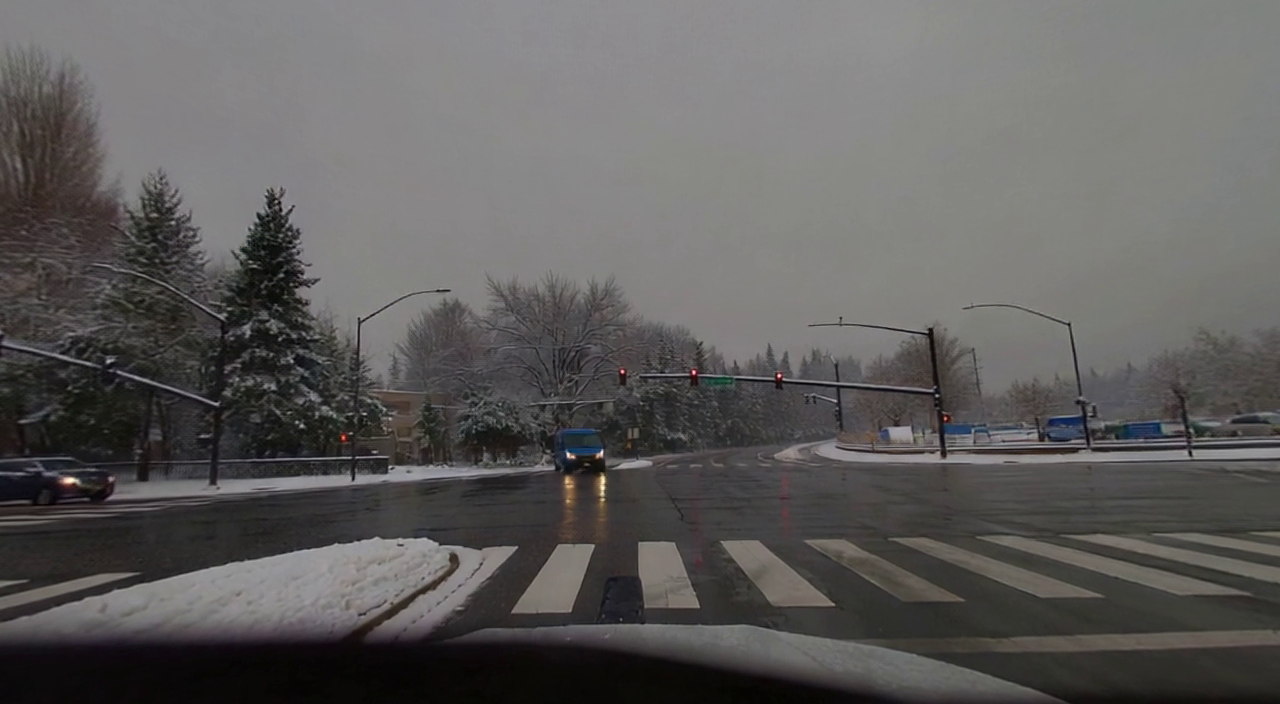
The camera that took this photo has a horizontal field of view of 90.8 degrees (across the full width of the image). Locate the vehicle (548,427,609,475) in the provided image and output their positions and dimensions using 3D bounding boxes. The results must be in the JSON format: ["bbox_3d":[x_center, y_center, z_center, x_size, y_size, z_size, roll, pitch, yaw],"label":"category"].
[{"bbox_3d":[-3.531,5.468,35.018,2.465,2.404,5.791,2,-9,-15],"label":"vehicle"}]
